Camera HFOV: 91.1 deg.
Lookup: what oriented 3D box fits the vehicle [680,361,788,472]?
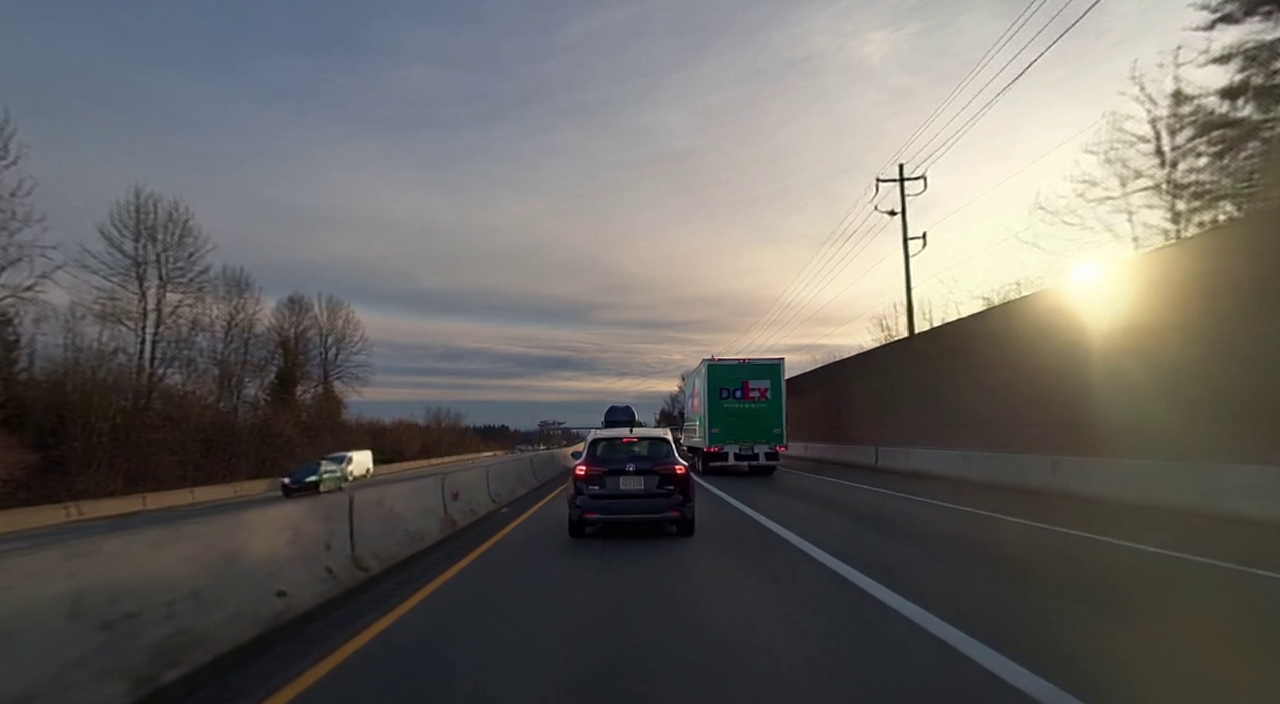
[{"bbox_3d":[3.576,2.836,26.471,2.835,3.872,8.916,0,-8,-2],"label":"vehicle"}]

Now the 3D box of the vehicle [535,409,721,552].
[{"bbox_3d":[-0.170,1.694,9.021,2.062,1.581,3.914,0,-8,-1],"label":"vehicle"}]

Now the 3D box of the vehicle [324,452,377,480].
[{"bbox_3d":[-22.465,8.845,49.023,2.081,1.900,4.823,0,-8,-4],"label":"vehicle"}]
